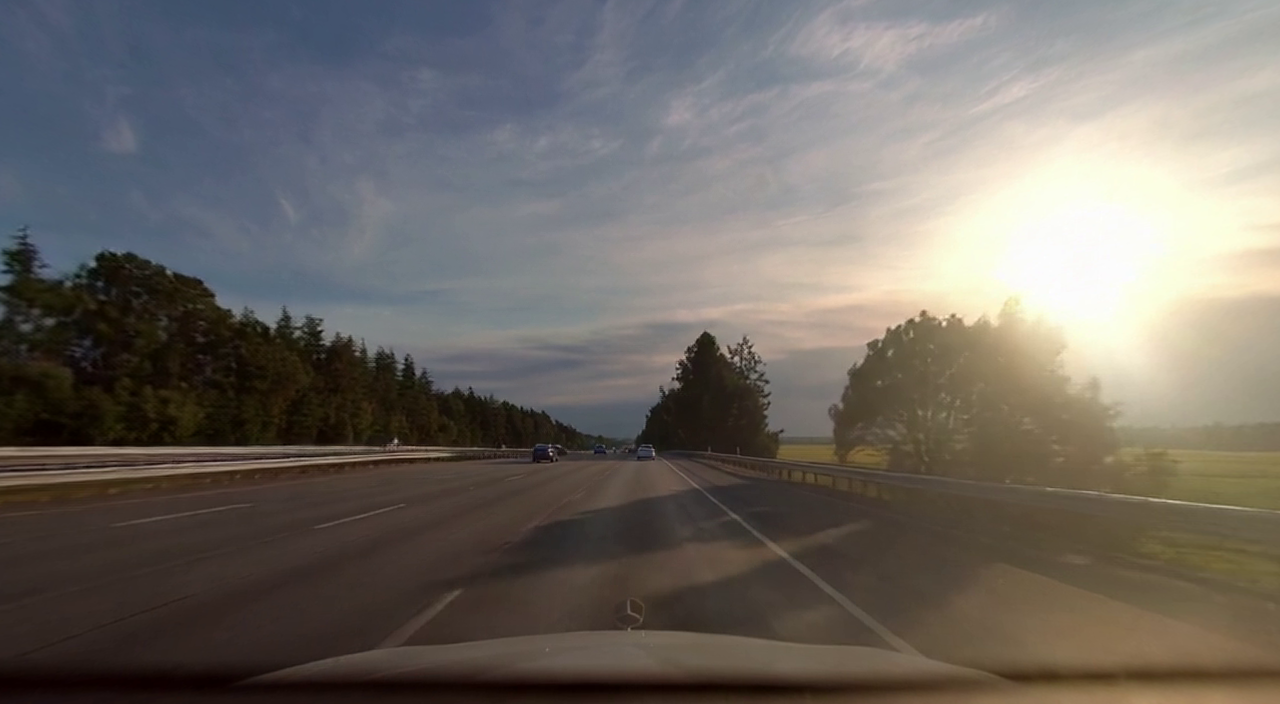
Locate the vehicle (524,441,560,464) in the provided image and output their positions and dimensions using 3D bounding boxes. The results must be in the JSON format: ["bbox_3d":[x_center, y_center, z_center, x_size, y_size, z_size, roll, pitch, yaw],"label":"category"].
[{"bbox_3d":[-7.197,7.424,46.813,1.972,1.603,3.891,0,-8,1],"label":"vehicle"}]
